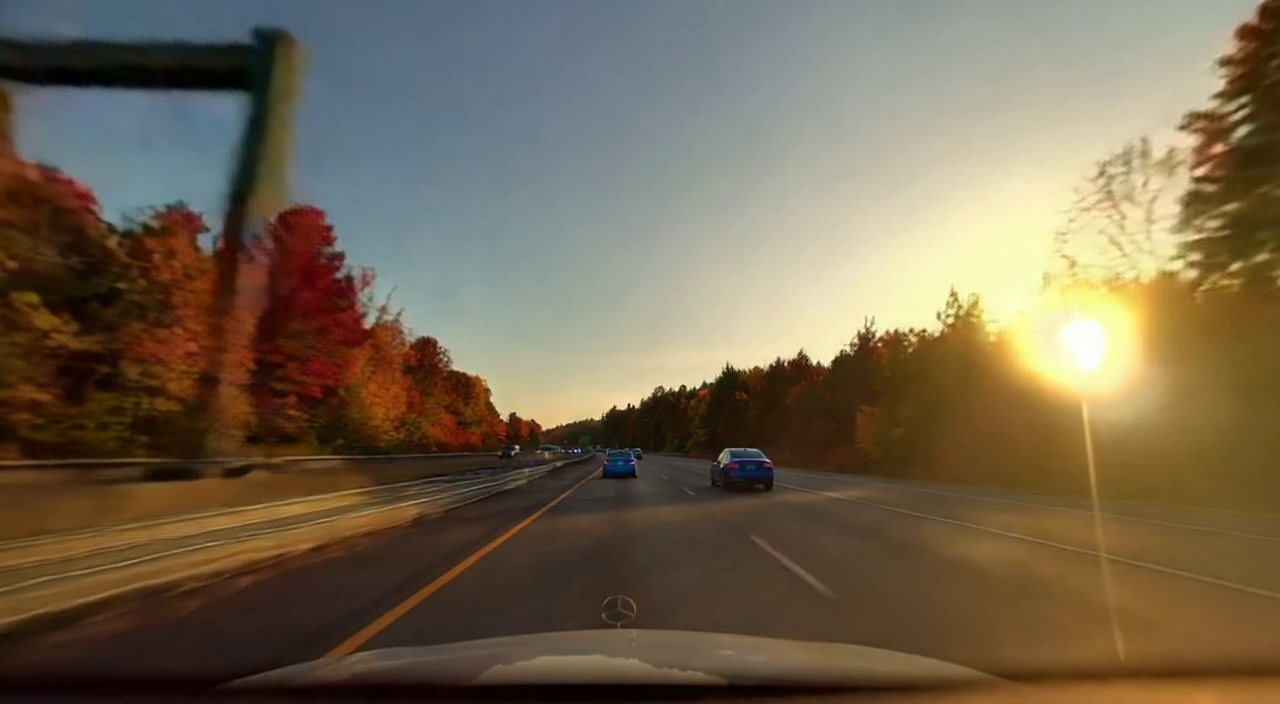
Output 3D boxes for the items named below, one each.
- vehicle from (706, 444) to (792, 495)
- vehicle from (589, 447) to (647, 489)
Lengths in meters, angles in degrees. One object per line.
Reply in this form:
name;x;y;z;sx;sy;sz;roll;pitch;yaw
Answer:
vehicle;3.723;4.110;22.288;2.300;1.595;4.144;-1;-9;0
vehicle;-0.844;4.616;25.253;2.128;1.516;4.410;0;-9;-1
